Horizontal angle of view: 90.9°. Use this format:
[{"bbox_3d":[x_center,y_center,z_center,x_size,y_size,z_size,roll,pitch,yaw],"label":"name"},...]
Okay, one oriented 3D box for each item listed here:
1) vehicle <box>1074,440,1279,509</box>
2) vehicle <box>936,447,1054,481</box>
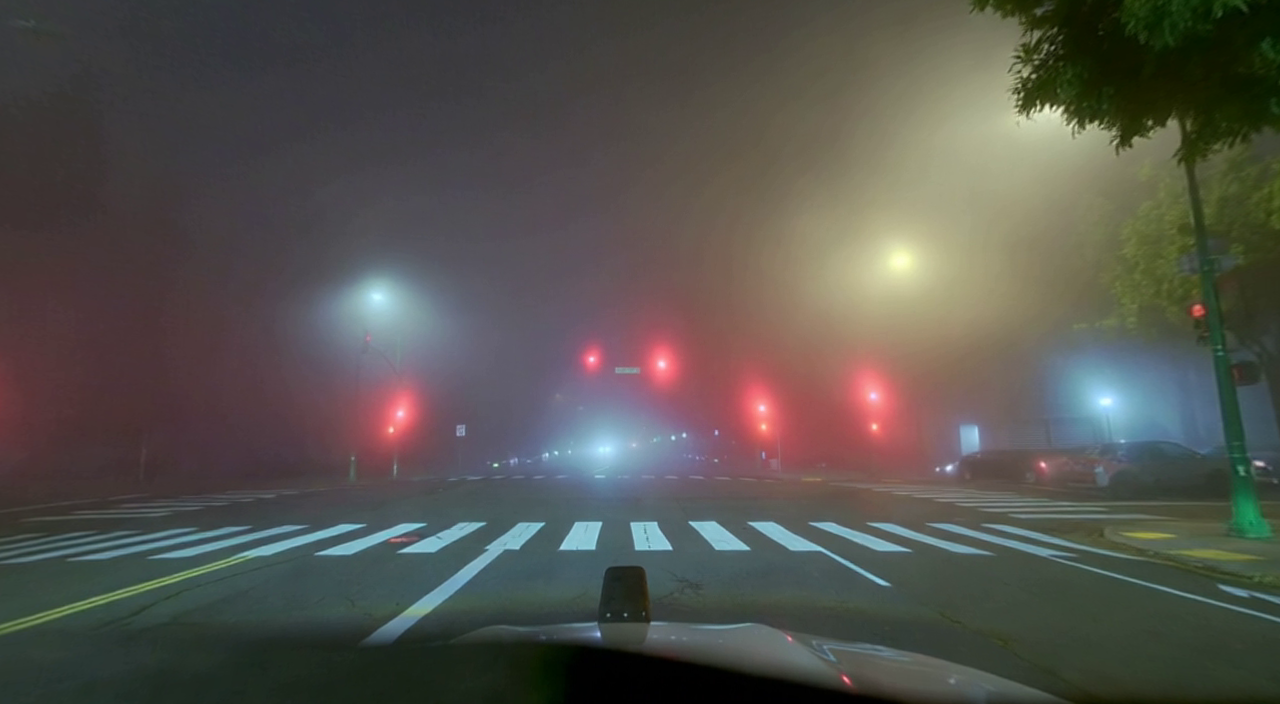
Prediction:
[{"bbox_3d":[12.982,2.786,14.571,4.424,1.436,1.804,0,-8,5],"label":"vehicle"},{"bbox_3d":[16.785,5.323,29.975,4.368,1.522,1.972,-1,-8,3],"label":"vehicle"}]
